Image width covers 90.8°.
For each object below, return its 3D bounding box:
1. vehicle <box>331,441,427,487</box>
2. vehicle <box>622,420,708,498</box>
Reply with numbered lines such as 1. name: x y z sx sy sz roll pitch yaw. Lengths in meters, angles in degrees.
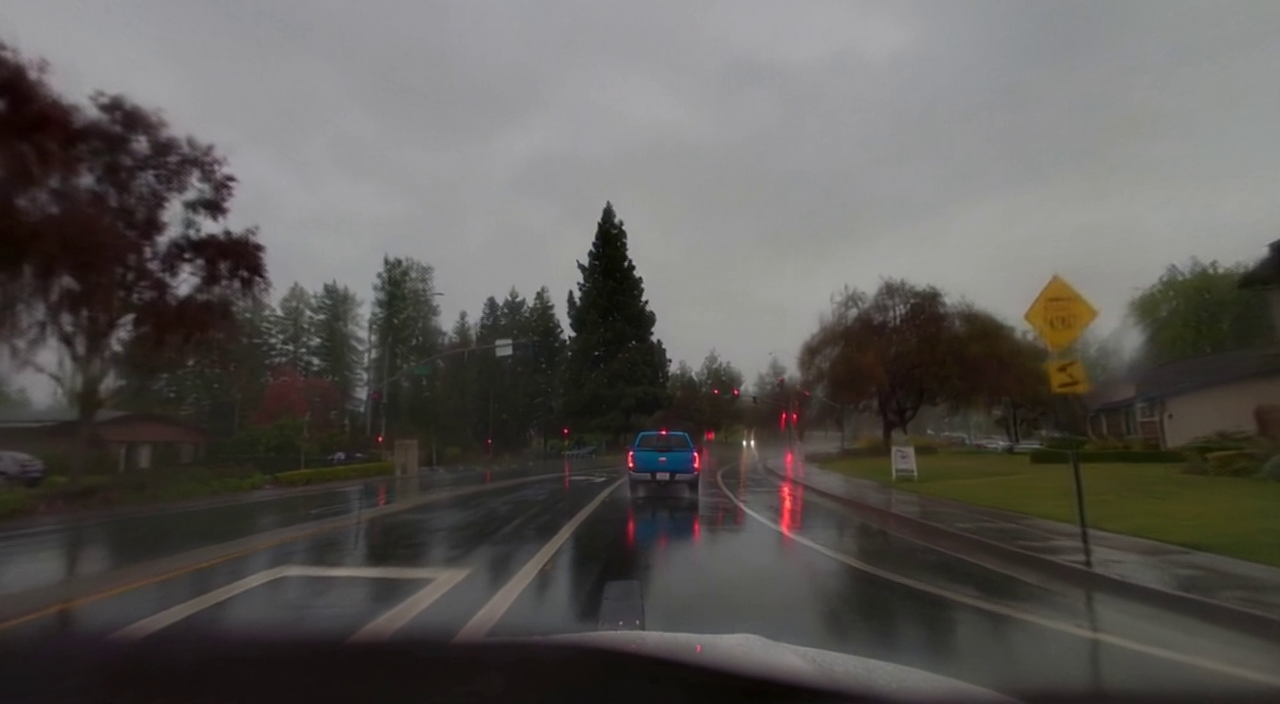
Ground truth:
1. vehicle: -12.108 5.185 29.741 2.053 1.822 4.852 -2 -7 6
2. vehicle: 0.769 3.062 18.311 2.153 1.942 4.767 -1 -9 3
